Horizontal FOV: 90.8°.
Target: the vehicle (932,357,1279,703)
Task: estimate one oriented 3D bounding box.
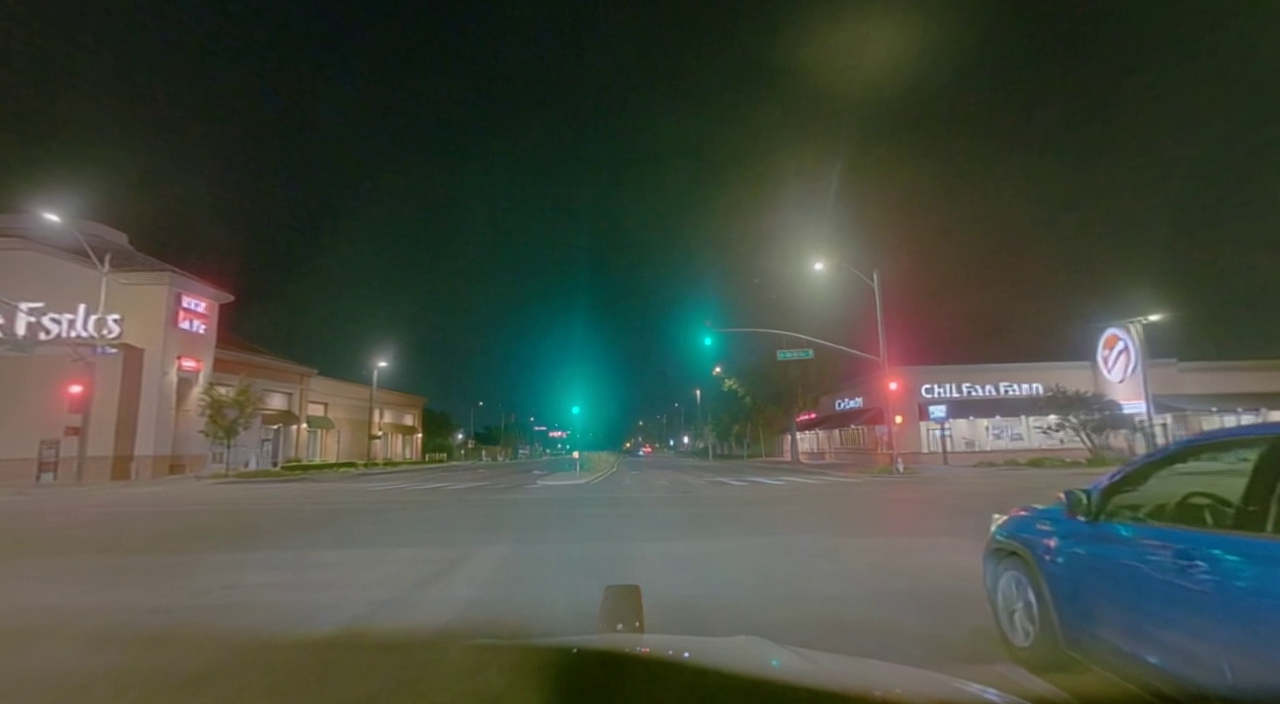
[{"bbox_3d":[3.078,0.819,1.867,2.015,1.641,4.995,0,-9,0],"label":"vehicle"}]
